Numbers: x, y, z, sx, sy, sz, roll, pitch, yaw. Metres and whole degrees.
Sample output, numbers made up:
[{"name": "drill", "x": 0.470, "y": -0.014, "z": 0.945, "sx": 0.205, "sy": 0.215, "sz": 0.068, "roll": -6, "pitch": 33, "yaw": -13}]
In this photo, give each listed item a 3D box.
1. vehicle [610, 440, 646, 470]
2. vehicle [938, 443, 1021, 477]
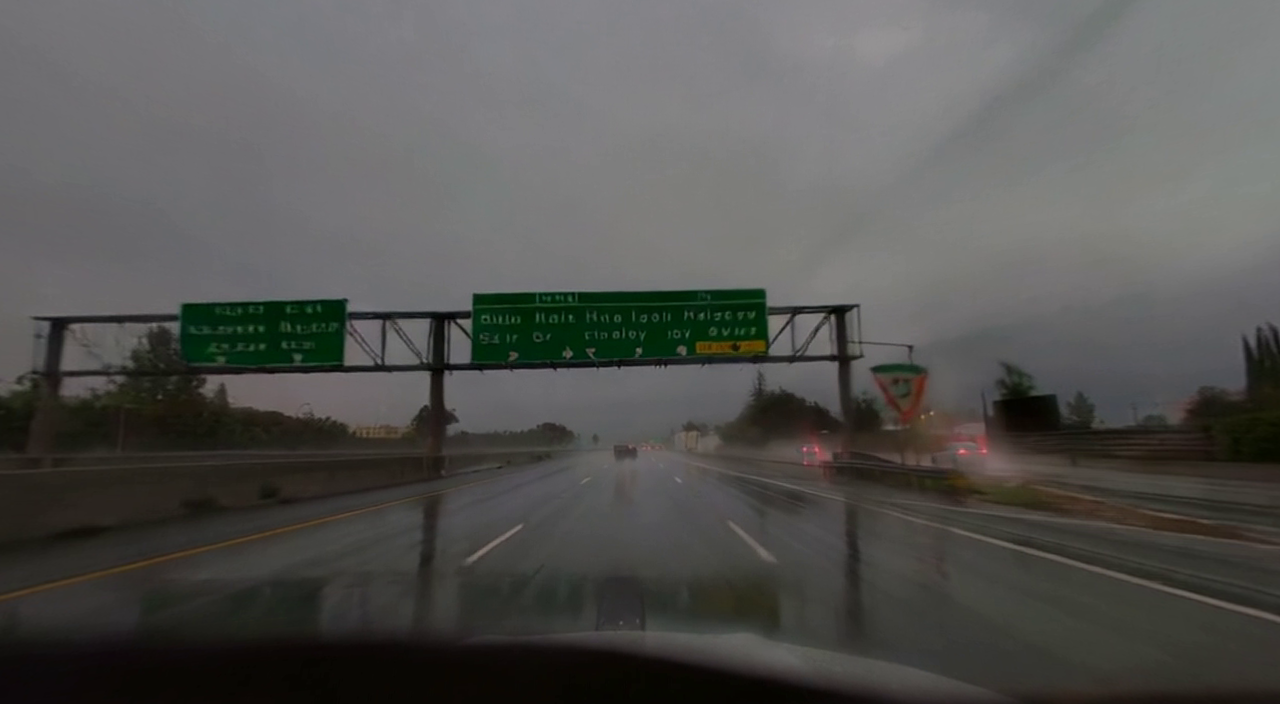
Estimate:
[{"name": "vehicle", "x": -0.697, "y": 6.289, "z": 38.730, "sx": 2.121, "sy": 1.739, "sz": 4.087, "roll": 0, "pitch": -9, "yaw": 0}, {"name": "vehicle", "x": 16.717, "y": 5.337, "z": 31.404, "sx": 1.867, "sy": 1.563, "sz": 4.436, "roll": -1, "pitch": -9, "yaw": 3}]
